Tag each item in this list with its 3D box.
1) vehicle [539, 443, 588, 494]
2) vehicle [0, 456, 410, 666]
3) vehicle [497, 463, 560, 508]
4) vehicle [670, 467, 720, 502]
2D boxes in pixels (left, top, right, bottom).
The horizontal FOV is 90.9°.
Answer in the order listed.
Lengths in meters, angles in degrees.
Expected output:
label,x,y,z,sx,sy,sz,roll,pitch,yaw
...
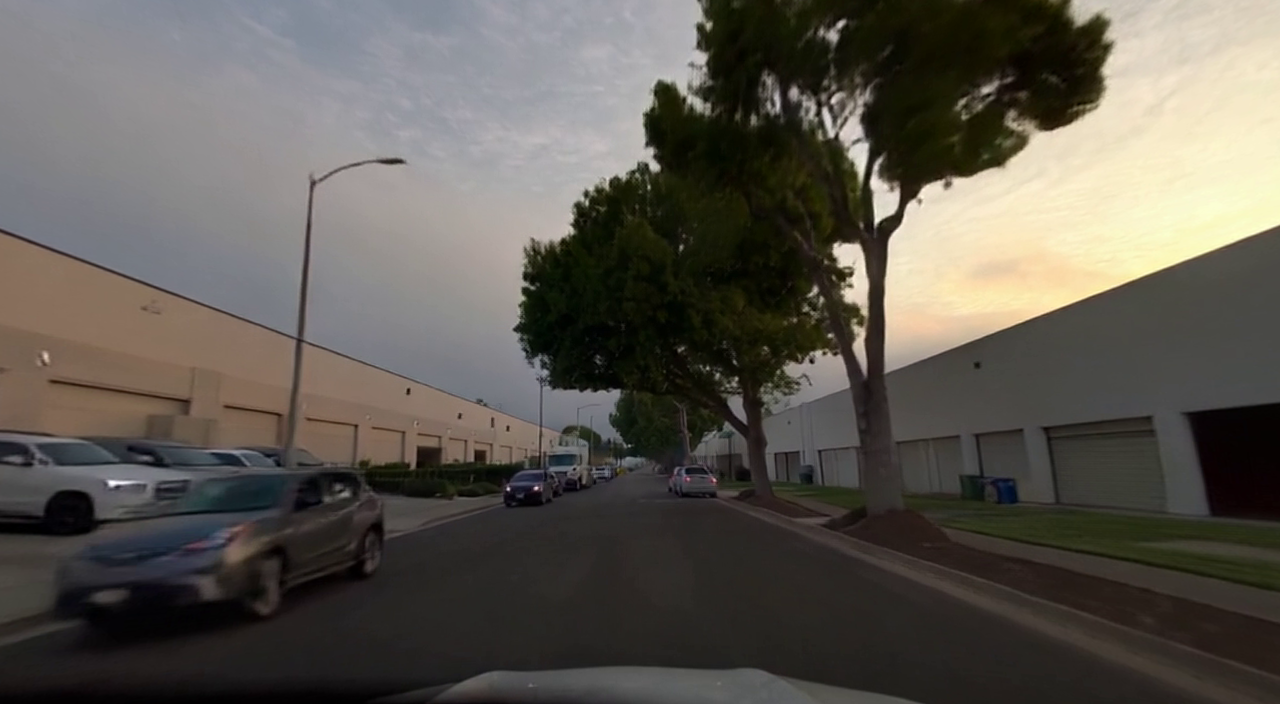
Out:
label,x,y,z,sx,sy,sz,roll,pitch,yaw
vehicle,-4.396,6.905,37.214,2.242,2.726,5.581,1,-11,-1
vehicle,-4.483,2.024,7.286,1.927,1.580,4.556,-1,-9,0
vehicle,-4.413,5.347,25.443,1.835,1.625,3.674,1,-11,1
vehicle,2.390,5.912,28.287,1.819,1.446,3.909,1,-11,-1
